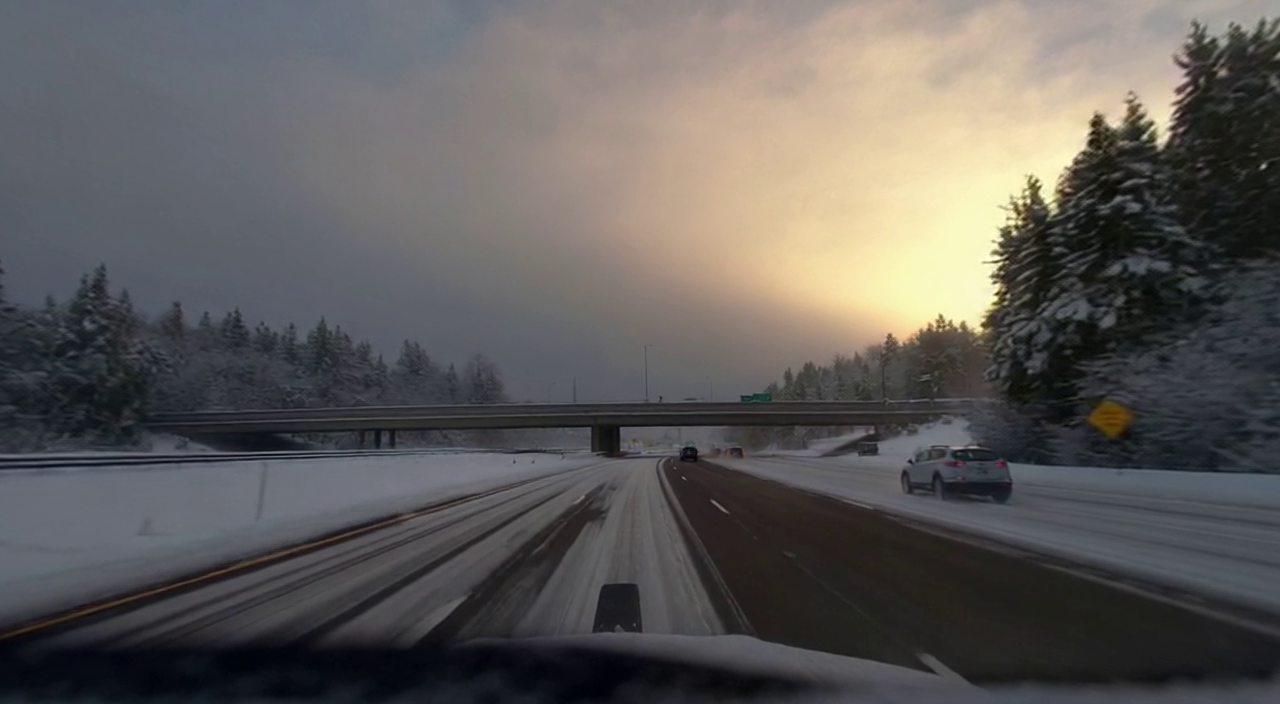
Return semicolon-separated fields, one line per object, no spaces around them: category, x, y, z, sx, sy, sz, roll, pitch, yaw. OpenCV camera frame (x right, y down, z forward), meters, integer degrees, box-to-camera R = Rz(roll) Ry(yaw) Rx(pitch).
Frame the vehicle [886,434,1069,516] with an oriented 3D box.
vehicle;7.659;2.807;14.938;1.862;1.613;4.316;0;-9;-1
